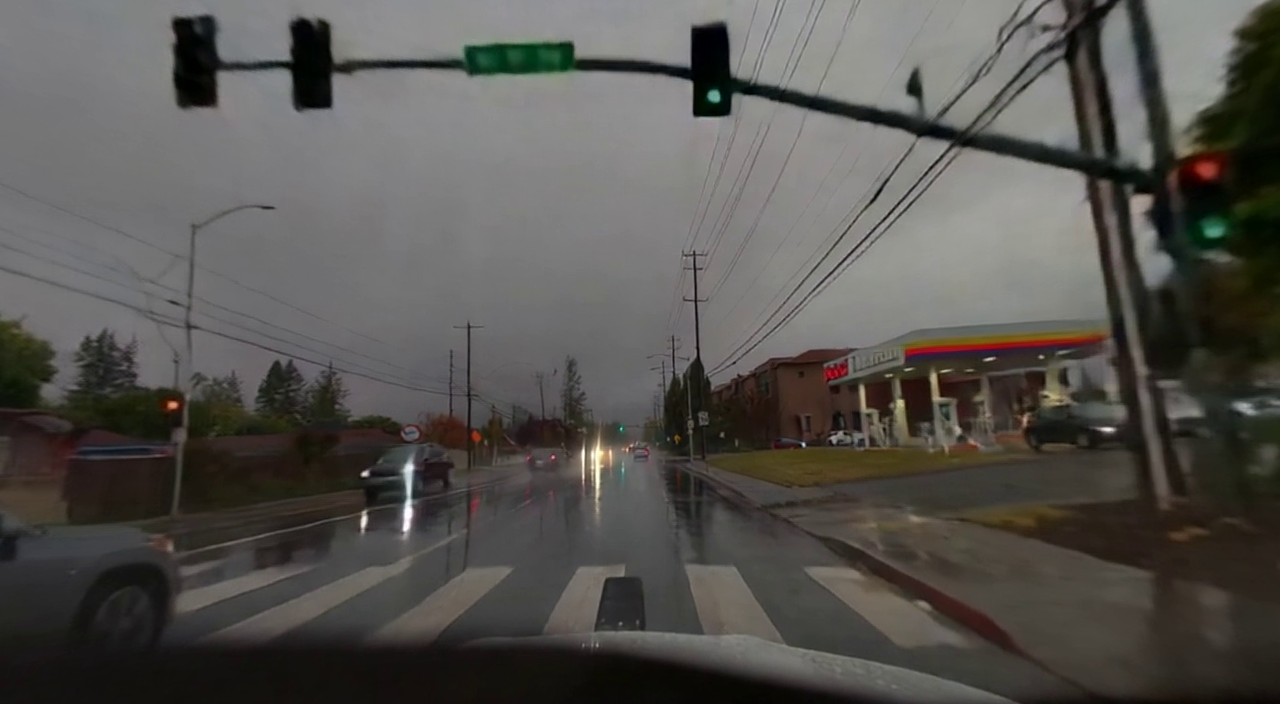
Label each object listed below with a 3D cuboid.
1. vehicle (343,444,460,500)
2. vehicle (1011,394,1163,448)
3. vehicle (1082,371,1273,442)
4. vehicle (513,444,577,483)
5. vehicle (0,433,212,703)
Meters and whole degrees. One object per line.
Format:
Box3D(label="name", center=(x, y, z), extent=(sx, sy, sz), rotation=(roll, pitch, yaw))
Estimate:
Box3D(label="vehicle", center=(-9.466, 4.769, 25.695), extent=(2.256, 1.772, 5.738), rotation=(-6, -9, 2))
Box3D(label="vehicle", center=(14.349, 2.333, 20.638), extent=(1.835, 1.549, 4.178), rotation=(1, -8, -1))
Box3D(label="vehicle", center=(17.423, 1.924, 20.911), extent=(2.014, 2.048, 4.717), rotation=(1, -8, -2))
Box3D(label="vehicle", center=(-3.922, 4.663, 26.766), extent=(1.943, 1.455, 4.414), rotation=(1, -8, 1))
Box3D(label="vehicle", center=(-3.842, 0.961, 2.061), extent=(1.704, 1.430, 4.587), rotation=(1, -8, -1))
